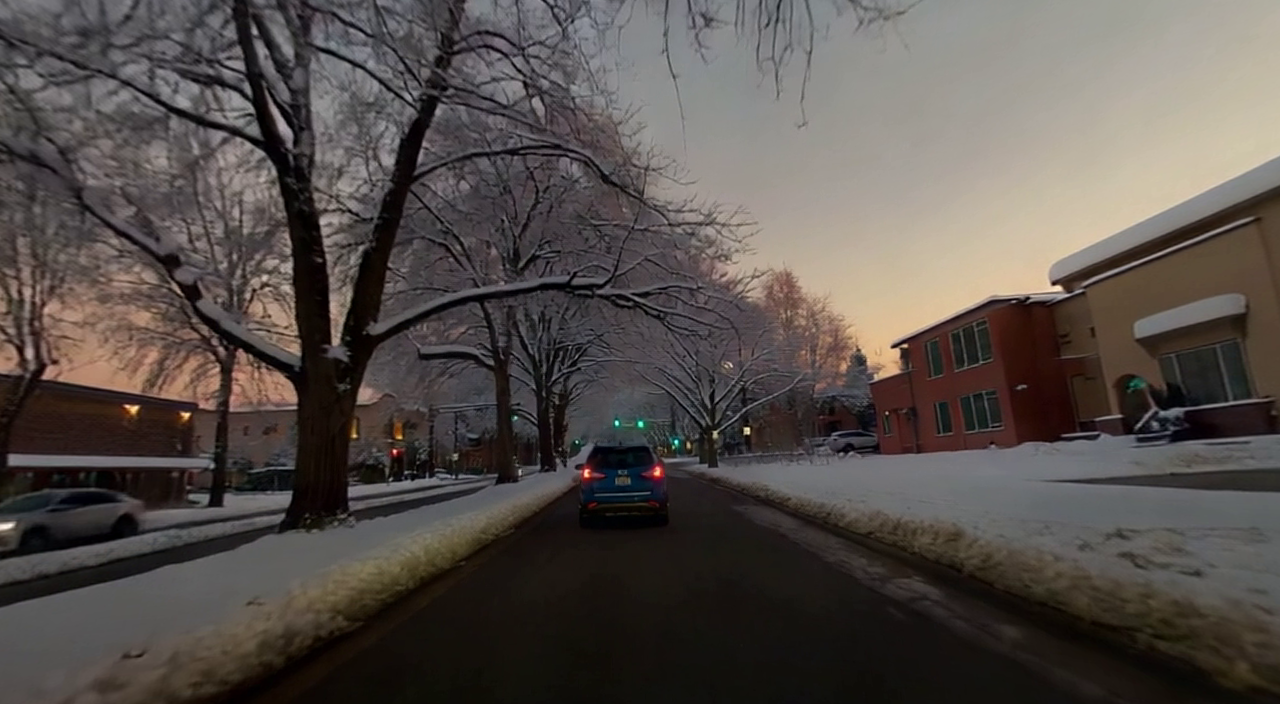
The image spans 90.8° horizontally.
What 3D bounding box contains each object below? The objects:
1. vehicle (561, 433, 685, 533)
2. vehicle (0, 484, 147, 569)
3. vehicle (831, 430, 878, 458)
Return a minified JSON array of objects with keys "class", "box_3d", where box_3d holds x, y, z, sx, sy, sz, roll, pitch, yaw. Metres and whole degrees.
[{"class":"vehicle","box_3d":[-0.341,2.582,13.007,2.136,1.703,3.910,0,-9,-1]},{"class":"vehicle","box_3d":[-15.640,4.464,16.643,1.785,1.699,4.328,0,-9,0]},{"class":"vehicle","box_3d":[16.092,6.953,47.684,2.039,1.990,5.111,-1,-9,3]}]
